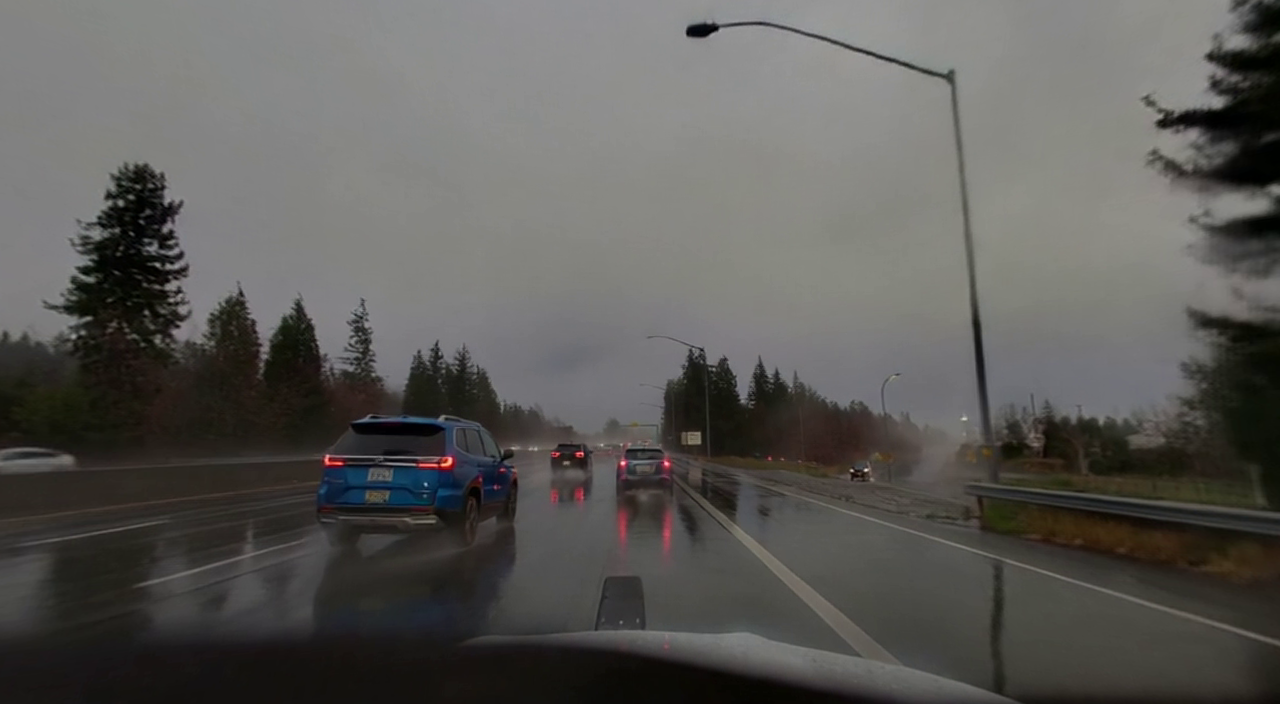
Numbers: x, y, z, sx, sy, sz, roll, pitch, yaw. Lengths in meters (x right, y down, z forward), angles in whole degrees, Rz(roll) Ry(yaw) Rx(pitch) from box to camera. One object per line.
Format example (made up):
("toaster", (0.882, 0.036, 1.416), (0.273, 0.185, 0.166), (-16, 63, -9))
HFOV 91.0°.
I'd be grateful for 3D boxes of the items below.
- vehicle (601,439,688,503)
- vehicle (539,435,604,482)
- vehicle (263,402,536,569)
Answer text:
("vehicle", (0.097, 3.151, 17.078), (2.068, 1.488, 4.045), (0, -9, -1))
("vehicle", (-2.752, 4.431, 26.459), (2.125, 1.771, 4.721), (0, -9, 1))
("vehicle", (-2.967, 1.762, 8.971), (2.123, 1.798, 4.108), (0, -9, 2))
